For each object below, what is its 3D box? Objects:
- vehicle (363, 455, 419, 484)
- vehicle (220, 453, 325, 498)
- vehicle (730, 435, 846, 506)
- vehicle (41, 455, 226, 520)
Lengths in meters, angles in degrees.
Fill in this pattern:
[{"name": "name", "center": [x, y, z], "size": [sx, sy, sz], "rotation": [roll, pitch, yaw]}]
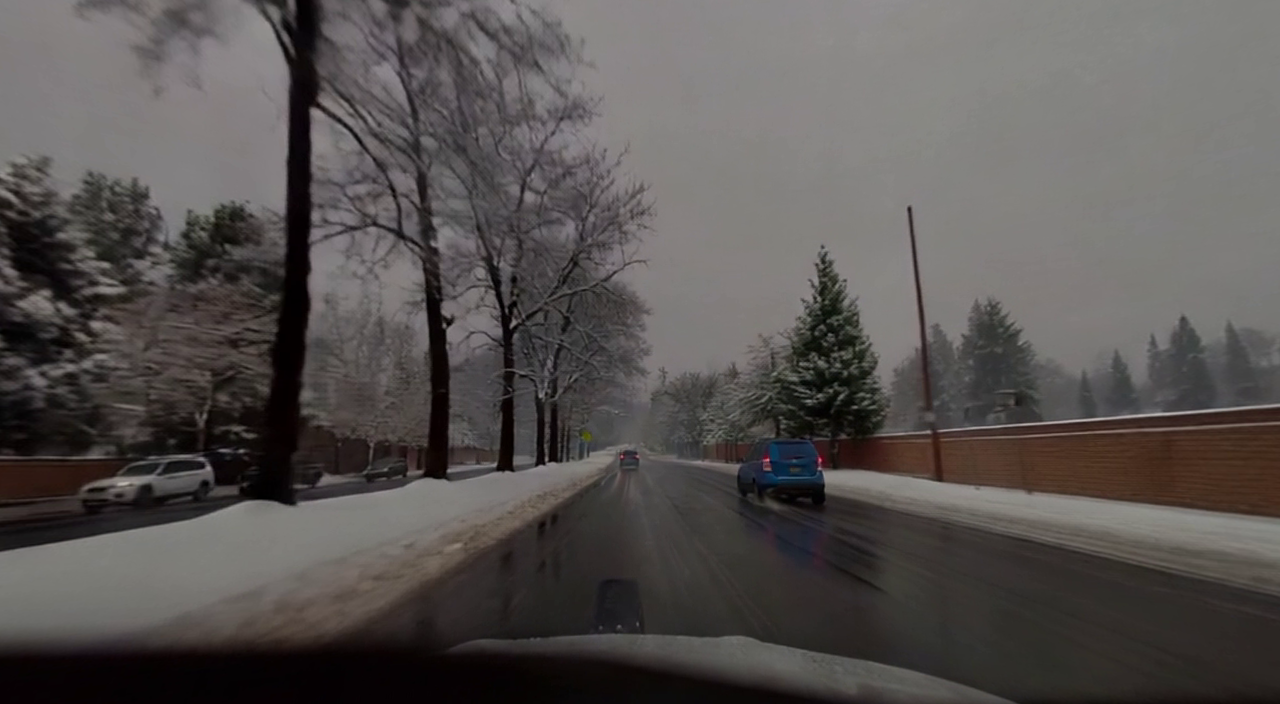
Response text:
[{"name": "vehicle", "center": [-17.172, 8.088, 43.853], "size": [1.983, 1.786, 4.756], "rotation": [0, -9, 0]}, {"name": "vehicle", "center": [-17.556, 5.885, 30.532], "size": [2.075, 1.909, 5.064], "rotation": [0, -9, -1]}, {"name": "vehicle", "center": [4.038, 3.332, 18.175], "size": [2.155, 1.752, 4.456], "rotation": [0, -9, -1]}, {"name": "vehicle", "center": [-17.279, 4.589, 22.064], "size": [2.096, 1.816, 5.362], "rotation": [-4, -9, -1]}]
